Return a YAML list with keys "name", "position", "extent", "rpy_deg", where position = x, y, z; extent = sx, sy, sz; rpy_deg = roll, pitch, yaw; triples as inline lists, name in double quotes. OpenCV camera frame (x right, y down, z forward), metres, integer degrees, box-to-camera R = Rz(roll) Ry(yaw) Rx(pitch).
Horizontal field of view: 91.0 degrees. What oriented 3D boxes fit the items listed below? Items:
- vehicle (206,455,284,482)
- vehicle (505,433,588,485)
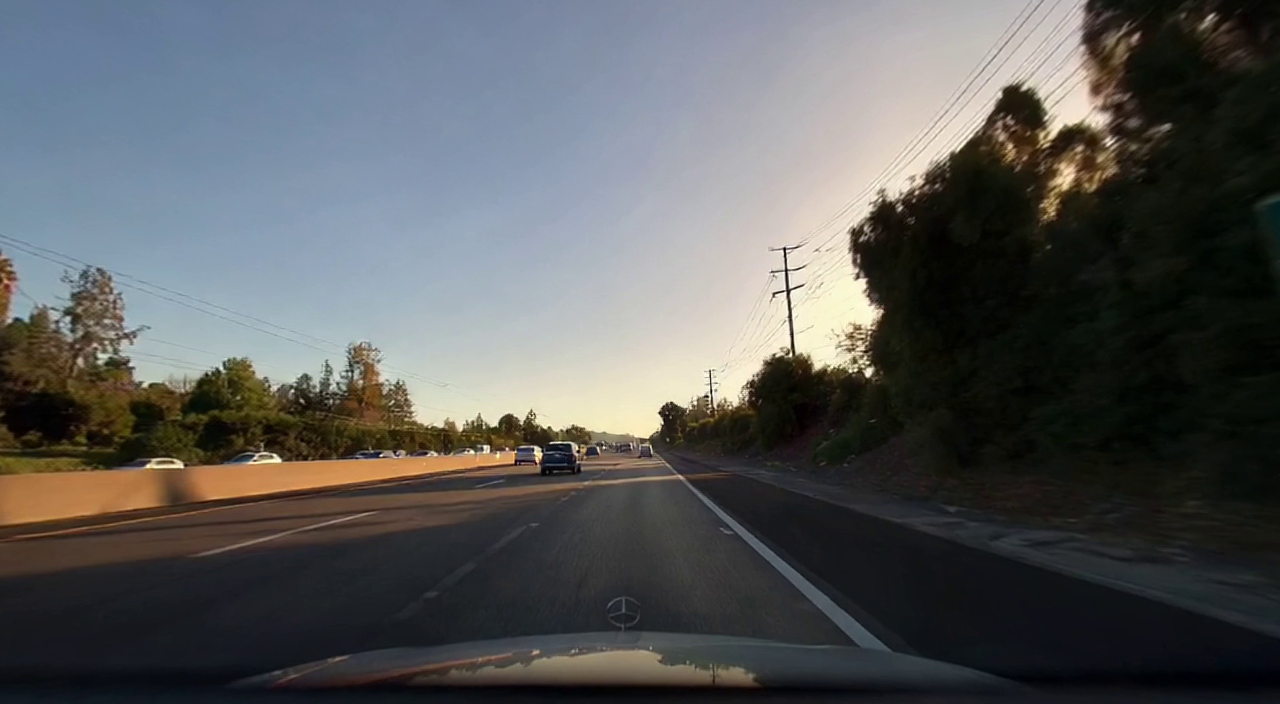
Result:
- name: "vehicle"
  position: [-24.260, 7.131, 38.885]
  extent: [1.840, 1.510, 4.549]
  rpy_deg: [0, -9, 1]
- name: "vehicle"
  position: [-3.727, 4.423, 26.336]
  extent: [2.577, 1.939, 5.408]
  rpy_deg: [0, -9, 1]
